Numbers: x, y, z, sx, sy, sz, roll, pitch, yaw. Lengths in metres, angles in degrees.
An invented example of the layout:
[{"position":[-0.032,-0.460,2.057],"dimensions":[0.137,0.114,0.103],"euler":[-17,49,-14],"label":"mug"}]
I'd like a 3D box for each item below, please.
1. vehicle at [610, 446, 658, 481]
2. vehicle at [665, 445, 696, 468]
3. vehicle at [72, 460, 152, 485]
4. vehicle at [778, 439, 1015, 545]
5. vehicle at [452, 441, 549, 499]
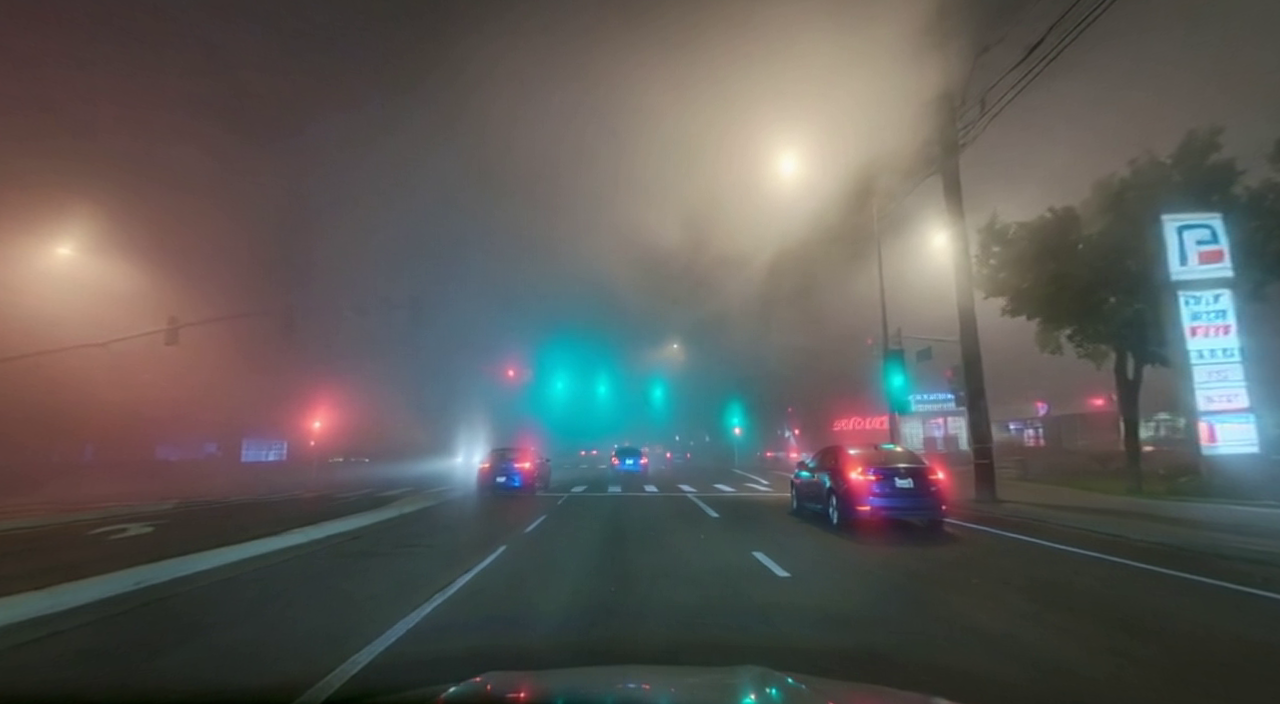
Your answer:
[{"position":[-0.315,5.175,29.574],"dimensions":[2.072,1.473,4.139],"euler":[0,-8,-1],"label":"vehicle"},{"position":[3.005,7.851,47.722],"dimensions":[1.986,1.660,4.006],"euler":[0,-8,-2],"label":"vehicle"},{"position":[-37.498,8.544,44.934],"dimensions":[3.931,1.653,2.134],"euler":[-1,-9,7],"label":"vehicle"},{"position":[4.215,2.365,11.537],"dimensions":[2.119,1.479,4.910],"euler":[0,-8,-2],"label":"vehicle"},{"position":[-4.195,3.625,19.857],"dimensions":[2.035,1.564,4.702],"euler":[0,-8,-1],"label":"vehicle"}]
